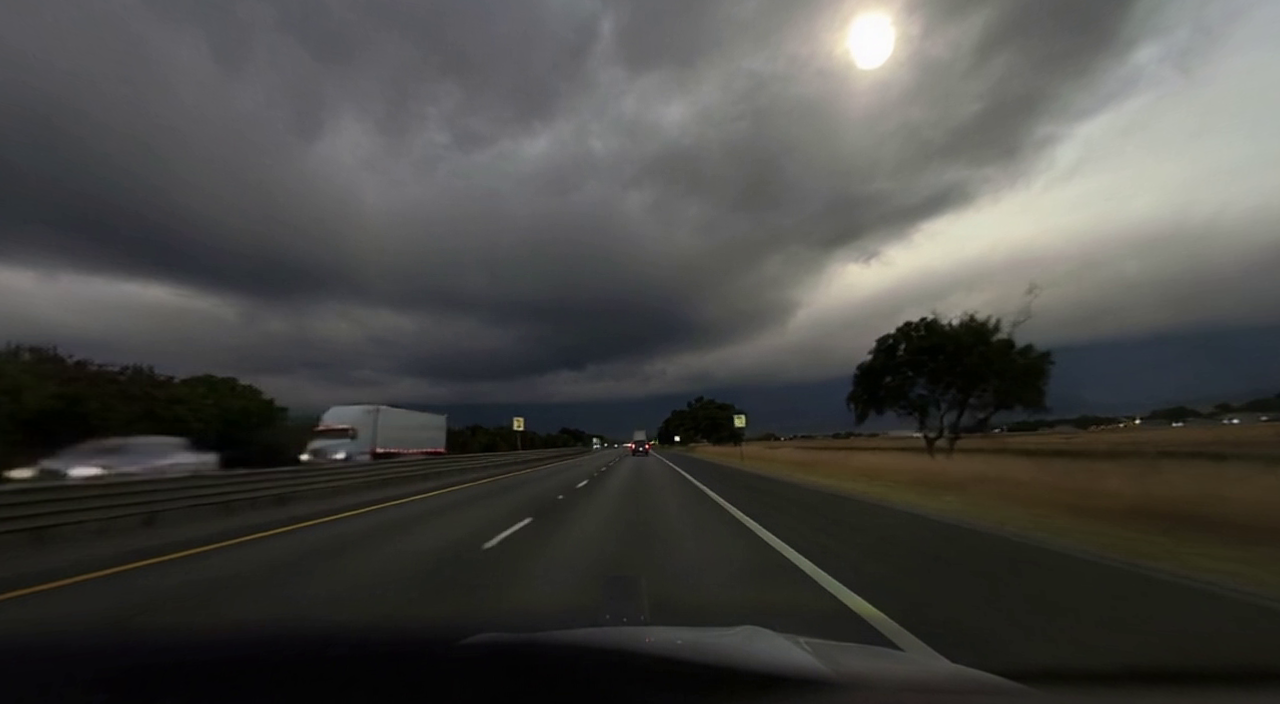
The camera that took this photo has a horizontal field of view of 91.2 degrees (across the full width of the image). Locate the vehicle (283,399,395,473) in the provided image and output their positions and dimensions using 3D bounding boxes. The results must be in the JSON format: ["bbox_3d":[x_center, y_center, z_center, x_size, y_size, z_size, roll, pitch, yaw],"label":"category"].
[{"bbox_3d":[-16.973,4.860,36.031,3.040,3.789,6.539,0,-9,0],"label":"vehicle"}]
